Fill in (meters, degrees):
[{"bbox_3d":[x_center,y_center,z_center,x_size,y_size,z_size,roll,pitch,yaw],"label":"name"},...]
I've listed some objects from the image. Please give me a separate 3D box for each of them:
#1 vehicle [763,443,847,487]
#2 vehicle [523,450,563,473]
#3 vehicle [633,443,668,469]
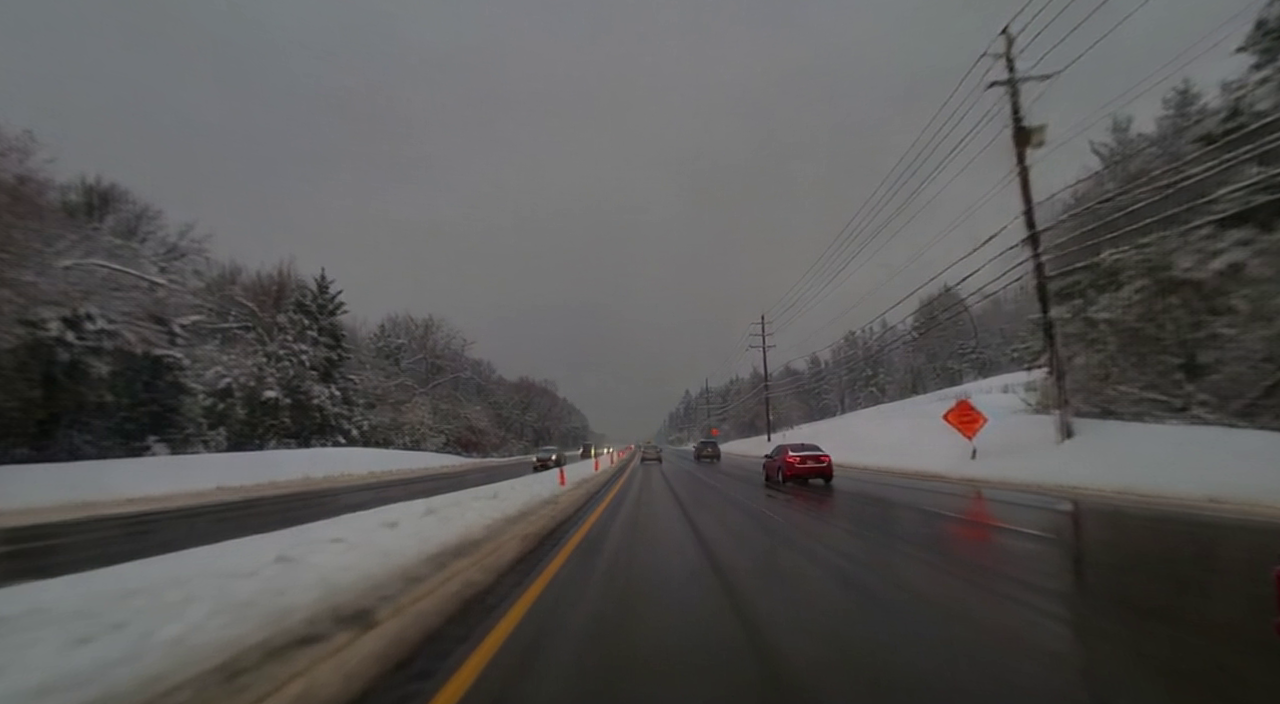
[{"bbox_3d":[5.716,3.943,22.345,1.881,1.409,4.016,0,-8,0],"label":"vehicle"},{"bbox_3d":[-6.931,7.841,45.419,1.971,1.515,4.381,-1,-8,3],"label":"vehicle"},{"bbox_3d":[0.696,6.723,40.962,2.096,1.583,4.150,0,-8,1],"label":"vehicle"}]
